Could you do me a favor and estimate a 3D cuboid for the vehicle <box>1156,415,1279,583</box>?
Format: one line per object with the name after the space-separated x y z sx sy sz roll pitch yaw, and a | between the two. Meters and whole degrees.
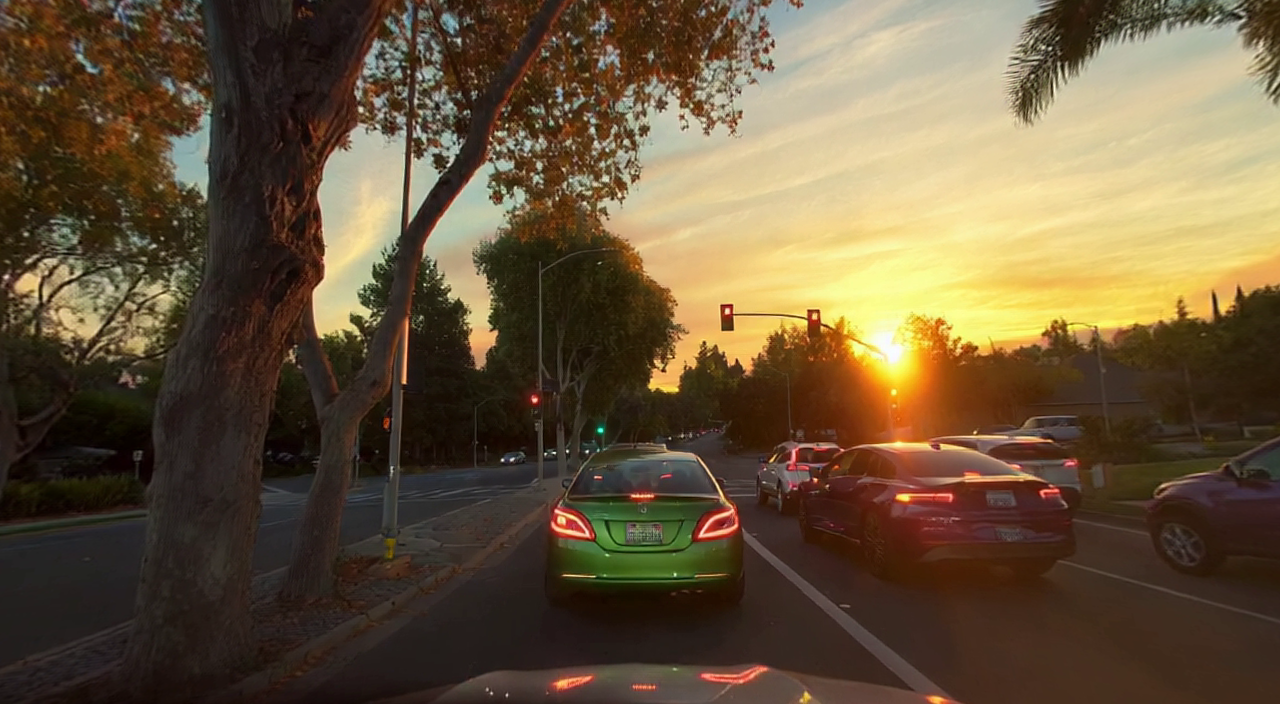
6.941 1.333 5.585 1.783 1.572 3.421 0 -9 1 | vehicle

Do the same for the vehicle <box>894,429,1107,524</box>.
7.023 2.463 12.911 1.923 1.611 4.094 0 -9 0 | vehicle

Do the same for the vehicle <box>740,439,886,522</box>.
3.531 2.713 13.822 1.934 1.494 4.446 0 -9 0 | vehicle

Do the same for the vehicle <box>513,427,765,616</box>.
0.014 1.677 7.092 2.015 1.502 3.898 0 -9 1 | vehicle
